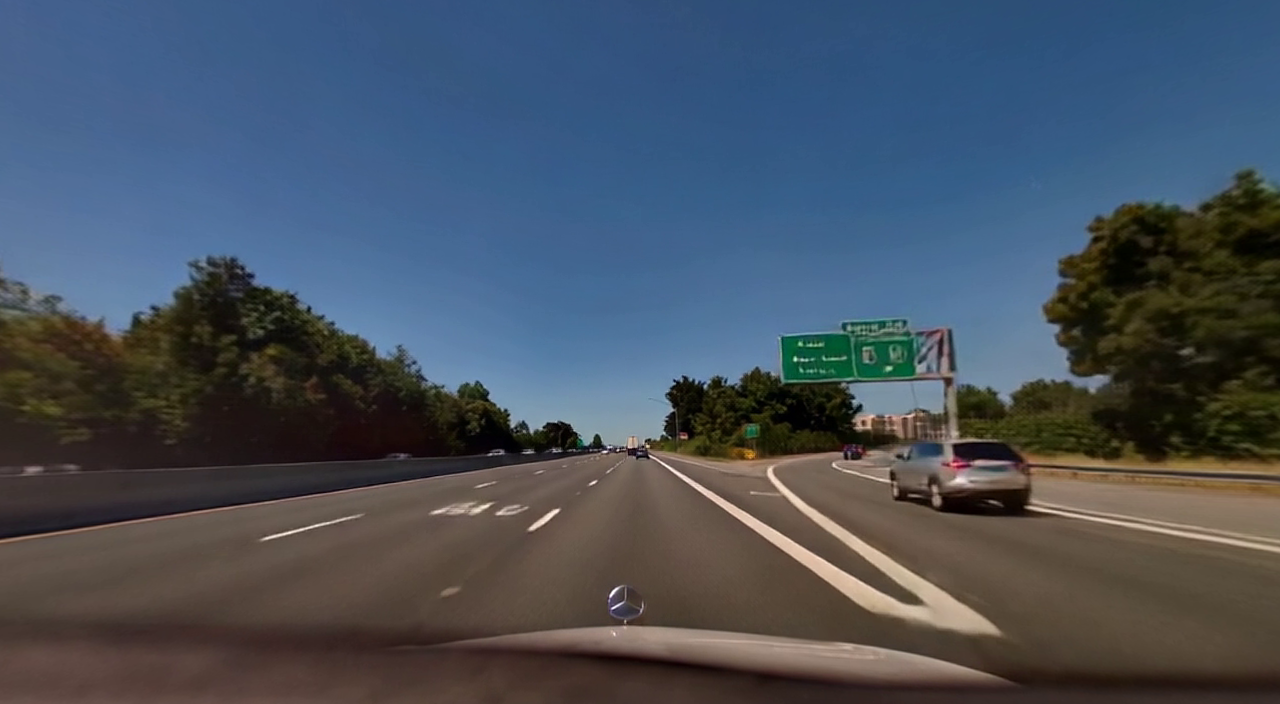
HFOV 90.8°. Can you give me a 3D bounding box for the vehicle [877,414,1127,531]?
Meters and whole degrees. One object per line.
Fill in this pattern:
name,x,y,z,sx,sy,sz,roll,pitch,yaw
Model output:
vehicle,6.245,2.149,11.749,2.096,1.712,4.697,-1,-9,4
